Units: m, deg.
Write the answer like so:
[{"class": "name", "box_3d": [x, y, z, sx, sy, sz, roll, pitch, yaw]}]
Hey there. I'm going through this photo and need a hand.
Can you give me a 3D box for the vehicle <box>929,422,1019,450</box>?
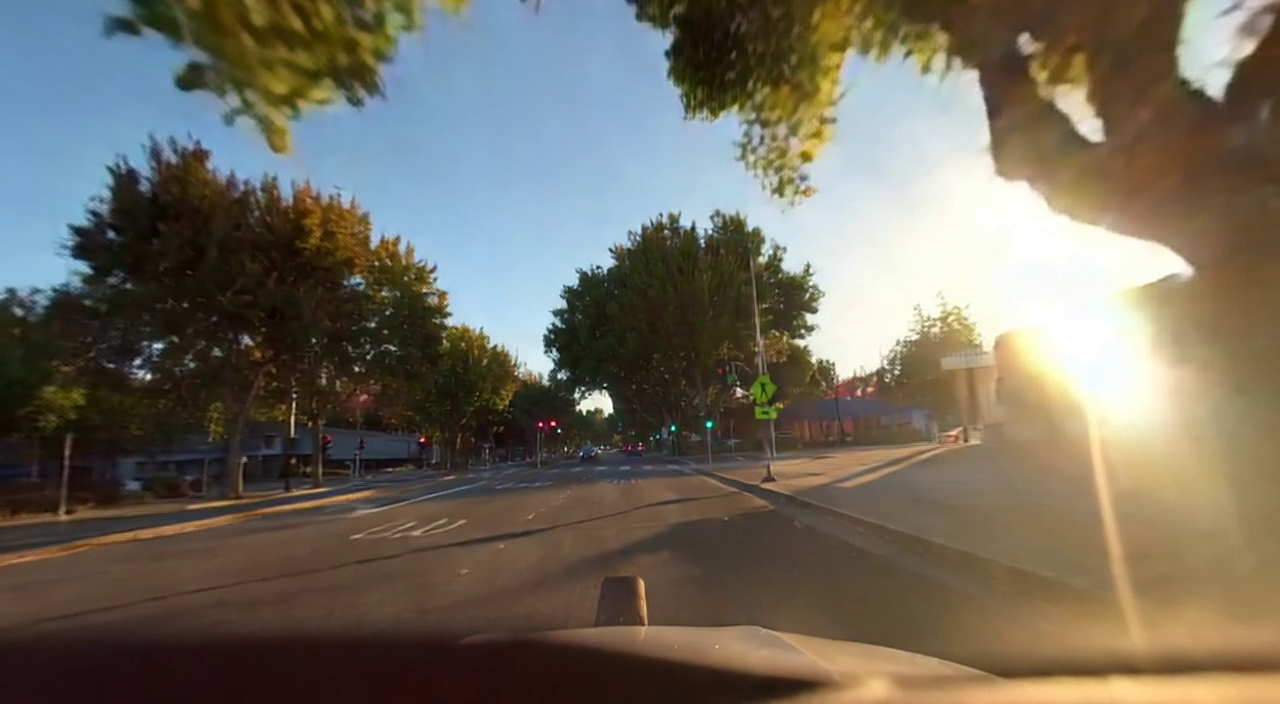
[{"class": "vehicle", "box_3d": [23.003, 5.806, 43.698, 4.902, 1.519, 2.182, -5, -8, -1]}]
